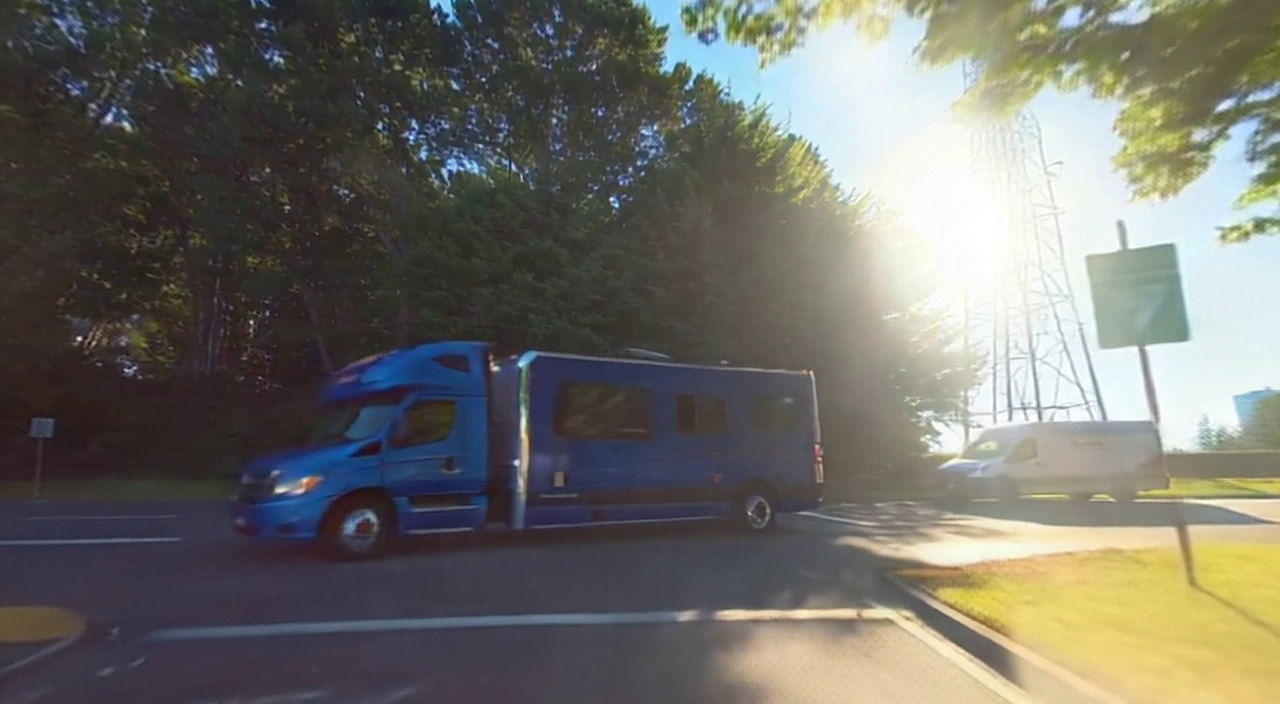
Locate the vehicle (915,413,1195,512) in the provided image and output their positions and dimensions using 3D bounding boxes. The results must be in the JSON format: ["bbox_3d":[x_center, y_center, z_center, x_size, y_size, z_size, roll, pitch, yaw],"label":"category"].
[{"bbox_3d":[10.942,2.925,16.981,5.923,2.424,2.247,0,-9,-4],"label":"vehicle"}]

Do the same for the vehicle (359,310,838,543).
[{"bbox_3d":[-0.410,1.656,13.438,9.765,3.622,2.740,5,-10,-29],"label":"vehicle"}]

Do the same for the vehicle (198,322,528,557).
[{"bbox_3d":[-4.652,1.509,10.950,4.552,3.175,2.847,5,-10,-31],"label":"vehicle"}]
